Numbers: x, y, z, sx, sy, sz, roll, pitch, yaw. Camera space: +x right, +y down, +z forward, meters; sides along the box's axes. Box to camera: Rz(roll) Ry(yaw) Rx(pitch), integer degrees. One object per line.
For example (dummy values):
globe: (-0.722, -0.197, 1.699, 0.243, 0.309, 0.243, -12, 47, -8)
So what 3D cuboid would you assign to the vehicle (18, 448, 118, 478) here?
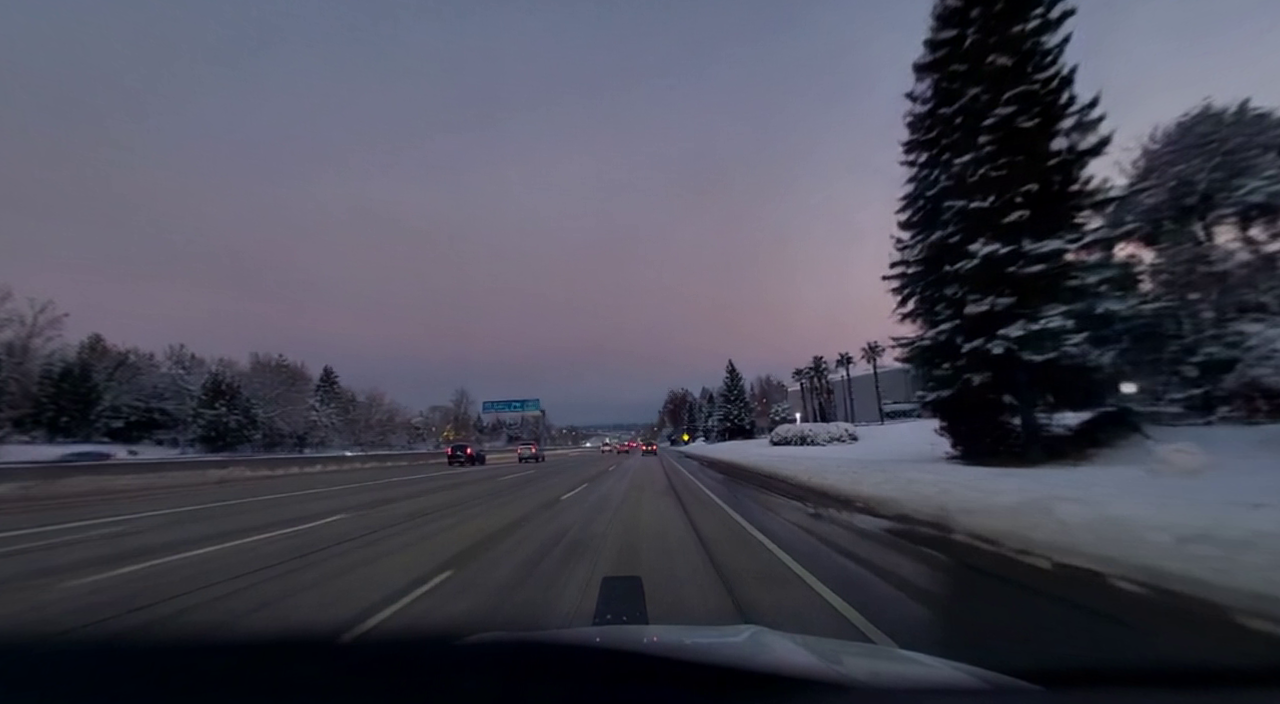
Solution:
vehicle: (-33.746, 6.524, 37.385, 1.977, 1.582, 4.243, -1, -8, -1)
